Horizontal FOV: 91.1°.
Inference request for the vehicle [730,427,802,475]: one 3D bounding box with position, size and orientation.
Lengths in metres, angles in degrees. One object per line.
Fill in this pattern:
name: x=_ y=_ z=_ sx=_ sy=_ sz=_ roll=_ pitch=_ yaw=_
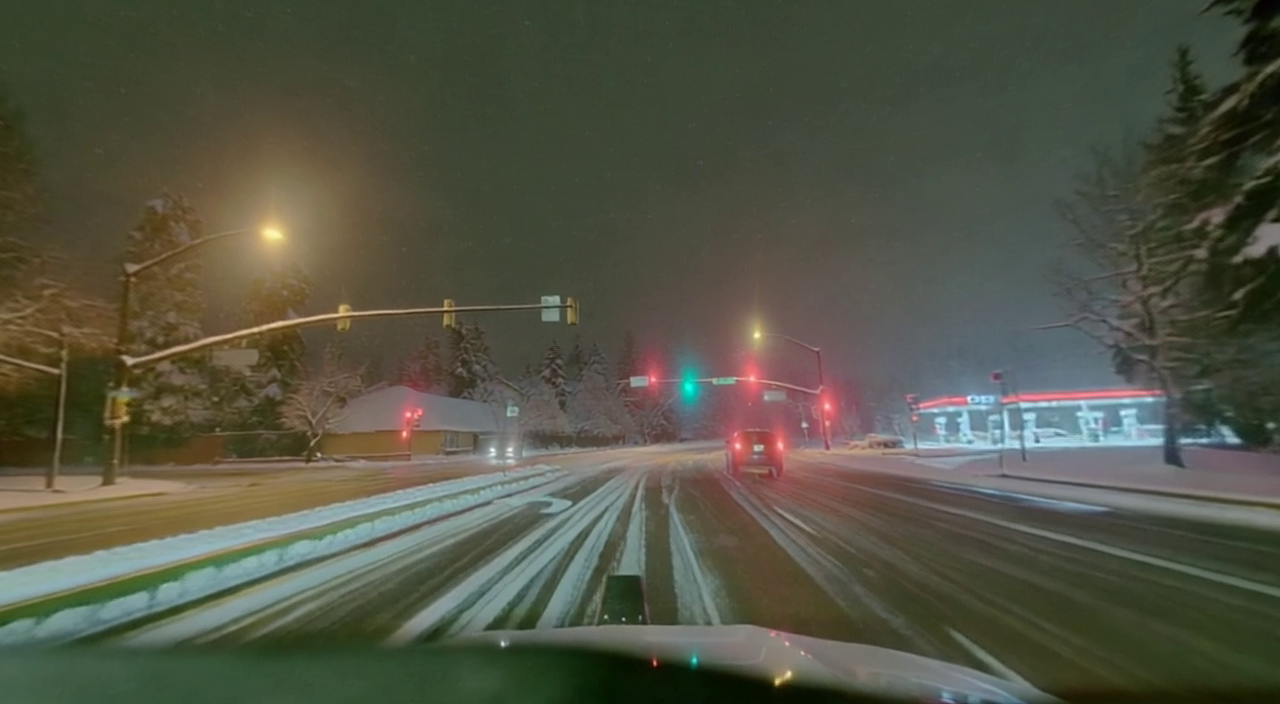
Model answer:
vehicle: x=4.786 y=3.834 z=24.468 sx=2.090 sy=1.717 sz=4.063 roll=0 pitch=-8 yaw=2
